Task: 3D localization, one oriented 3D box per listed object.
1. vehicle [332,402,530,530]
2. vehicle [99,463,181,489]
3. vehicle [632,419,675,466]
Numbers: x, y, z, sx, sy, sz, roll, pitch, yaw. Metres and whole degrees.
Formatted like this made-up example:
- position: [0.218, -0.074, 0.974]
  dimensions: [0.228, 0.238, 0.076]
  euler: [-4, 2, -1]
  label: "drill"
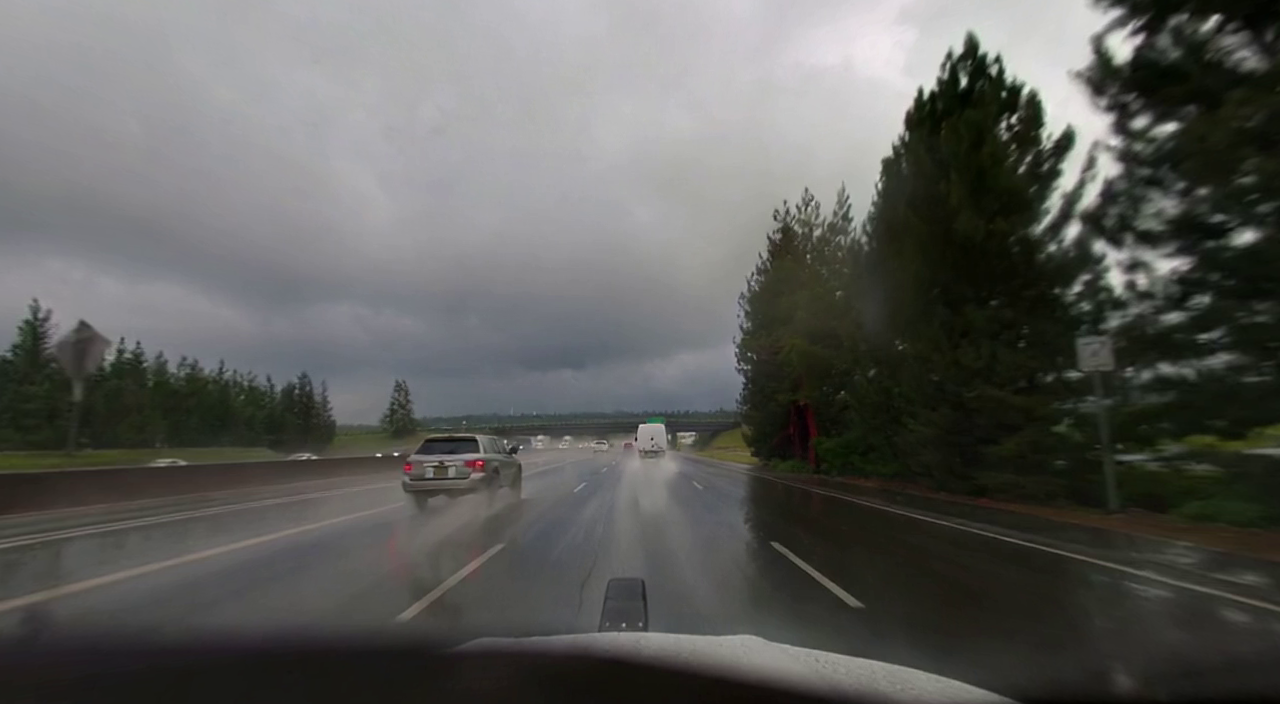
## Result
- position: [-3.966, 2.322, 13.317]
  dimensions: [2.233, 2.093, 5.565]
  euler: [0, -9, 0]
  label: "vehicle"
- position: [-35.585, 8.816, 45.015]
  dimensions: [1.845, 1.578, 4.857]
  euler: [0, -9, 0]
  label: "vehicle"
- position: [0.837, 6.480, 44.902]
  dimensions: [2.790, 3.075, 7.414]
  euler: [0, -9, -1]
  label: "vehicle"
